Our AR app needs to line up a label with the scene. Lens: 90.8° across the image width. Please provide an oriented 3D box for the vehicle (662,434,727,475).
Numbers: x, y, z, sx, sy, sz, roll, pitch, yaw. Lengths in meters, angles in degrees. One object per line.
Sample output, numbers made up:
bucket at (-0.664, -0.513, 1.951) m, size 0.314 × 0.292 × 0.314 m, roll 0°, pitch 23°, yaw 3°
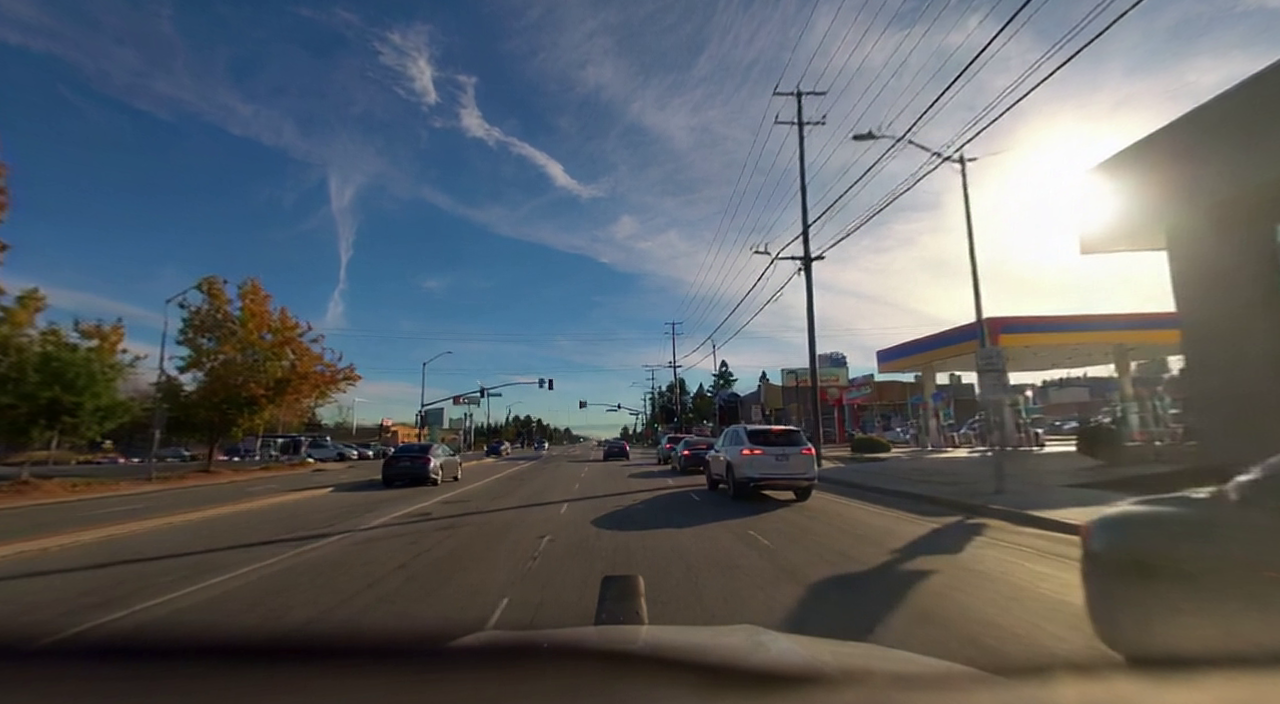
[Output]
vehicle at (2.127, 4.163, 25.877) m, size 1.945 × 1.470 × 4.363 m, roll 0°, pitch -8°, yaw -5°

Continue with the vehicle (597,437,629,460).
vehicle at (-1.889, 6.579, 43.078) m, size 2.065 × 1.484 × 3.894 m, roll 0°, pitch -8°, yaw -4°

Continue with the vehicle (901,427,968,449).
vehicle at (22.181, 6.550, 47.823) m, size 1.934 × 1.570 × 5.073 m, roll 1°, pitch -9°, yaw -10°

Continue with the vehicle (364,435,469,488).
vehicle at (-7.006, 3.461, 20.309) m, size 2.075 × 1.470 × 4.190 m, roll 0°, pitch -8°, yaw -4°

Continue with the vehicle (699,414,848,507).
vehicle at (2.912, 2.529, 15.131) m, size 2.124 × 1.824 × 4.973 m, roll 0°, pitch -8°, yaw -4°

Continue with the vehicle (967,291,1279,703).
vehicle at (3.560, 0.584, 1.488) m, size 2.582 × 1.810 × 5.315 m, roll 0°, pitch -8°, yaw -2°
